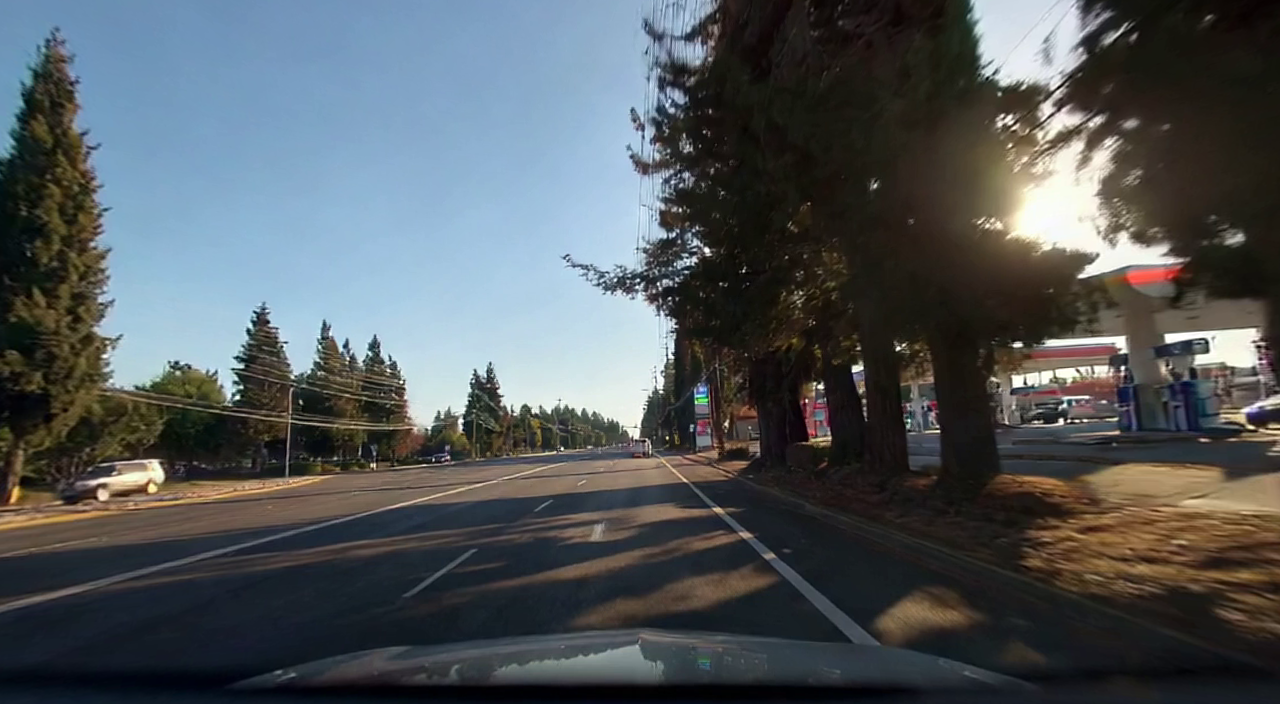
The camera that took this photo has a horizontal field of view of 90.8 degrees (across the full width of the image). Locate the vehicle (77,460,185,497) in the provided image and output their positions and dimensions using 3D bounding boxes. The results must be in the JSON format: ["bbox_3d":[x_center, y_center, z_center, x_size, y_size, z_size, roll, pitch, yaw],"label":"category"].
[{"bbox_3d":[-28.079,6.968,35.147,1.914,1.762,5.067,0,-9,-2],"label":"vehicle"}]
